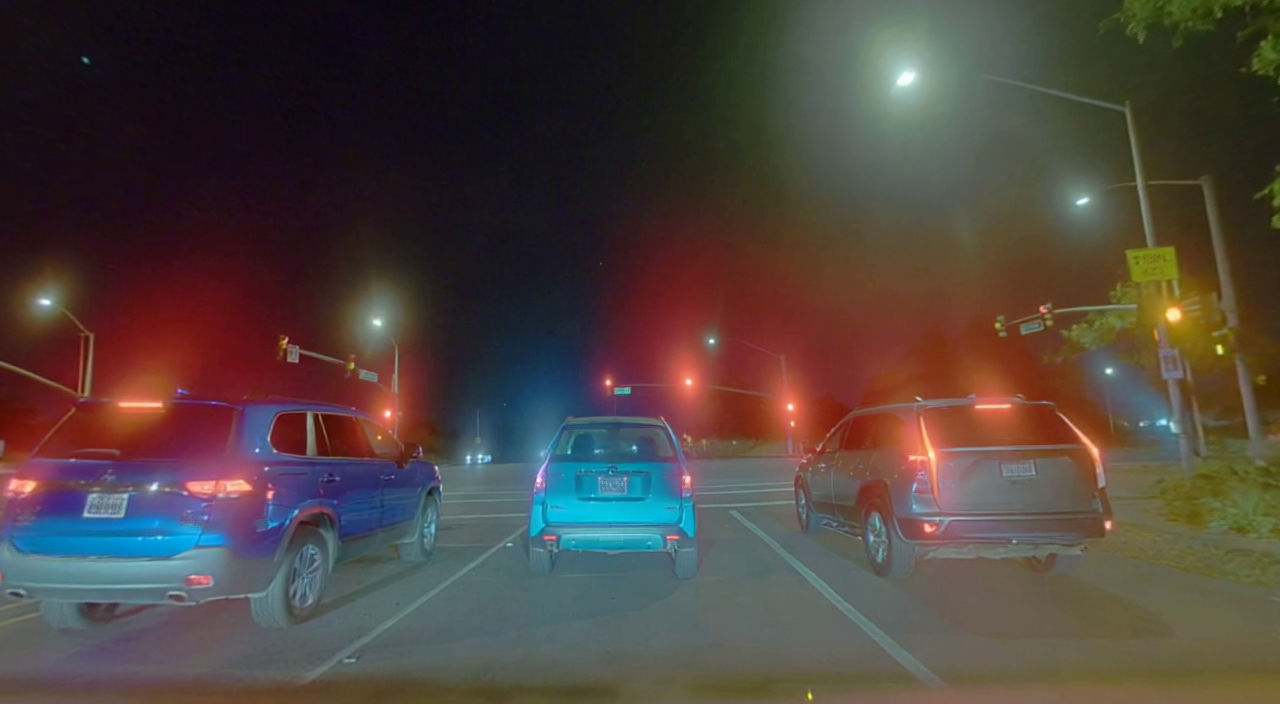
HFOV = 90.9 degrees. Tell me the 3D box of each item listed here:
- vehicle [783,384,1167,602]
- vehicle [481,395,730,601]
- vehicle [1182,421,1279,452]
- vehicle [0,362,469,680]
[{"bbox_3d":[3.270,1.488,7.518,2.083,1.779,4.532,0,-8,0],"label":"vehicle"},{"bbox_3d":[-0.231,1.510,7.317,2.067,1.702,3.987,0,-8,2],"label":"vehicle"},{"bbox_3d":[32.818,4.659,34.761,4.175,1.634,1.877,1,-8,-5],"label":"vehicle"},{"bbox_3d":[-3.271,1.281,5.890,2.047,1.810,4.414,0,-8,1],"label":"vehicle"}]
